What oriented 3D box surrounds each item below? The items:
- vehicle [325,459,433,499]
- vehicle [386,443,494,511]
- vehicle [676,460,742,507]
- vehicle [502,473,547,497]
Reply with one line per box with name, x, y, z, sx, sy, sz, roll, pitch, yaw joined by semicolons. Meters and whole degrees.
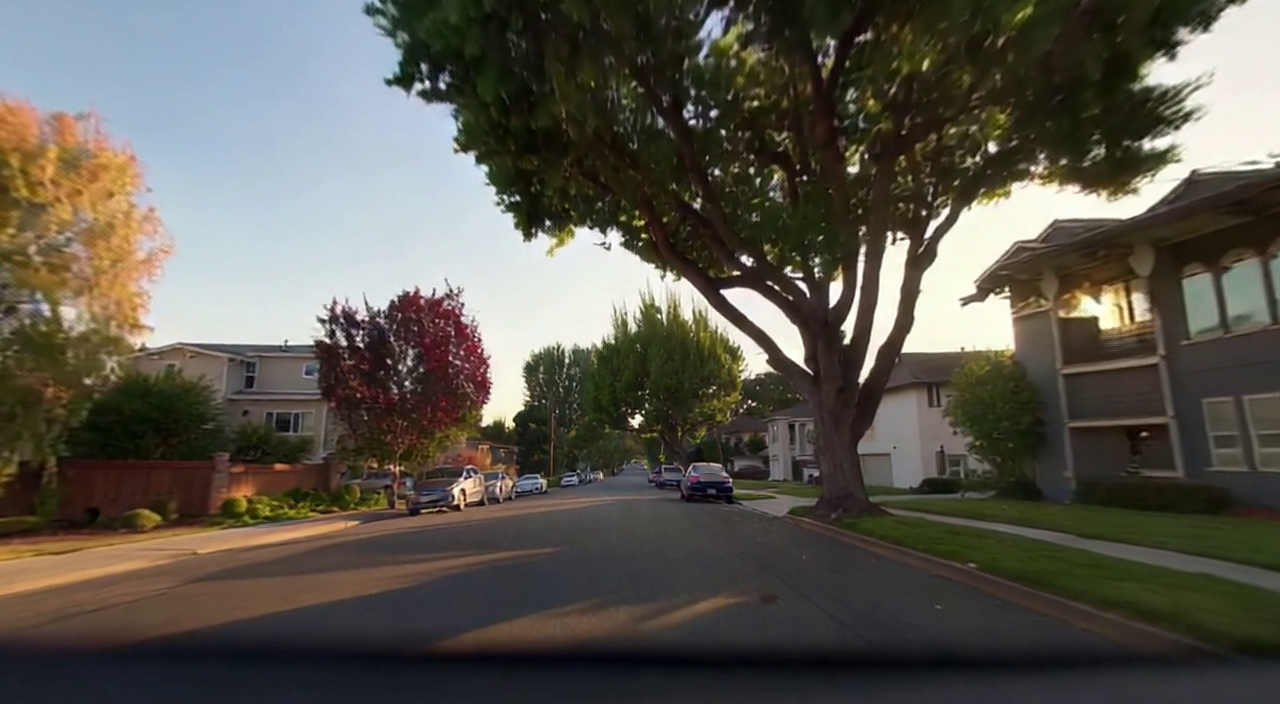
vehicle;-14.184;6.928;34.487;4.891;2.023;2.200;0;-8;1
vehicle;-7.359;4.894;23.960;2.408;2.201;5.646;-1;-14;-2
vehicle;2.717;5.336;25.932;2.050;1.598;4.590;0;-8;-2
vehicle;-7.688;8.957;42.323;2.071;1.481;4.425;0;-12;1
